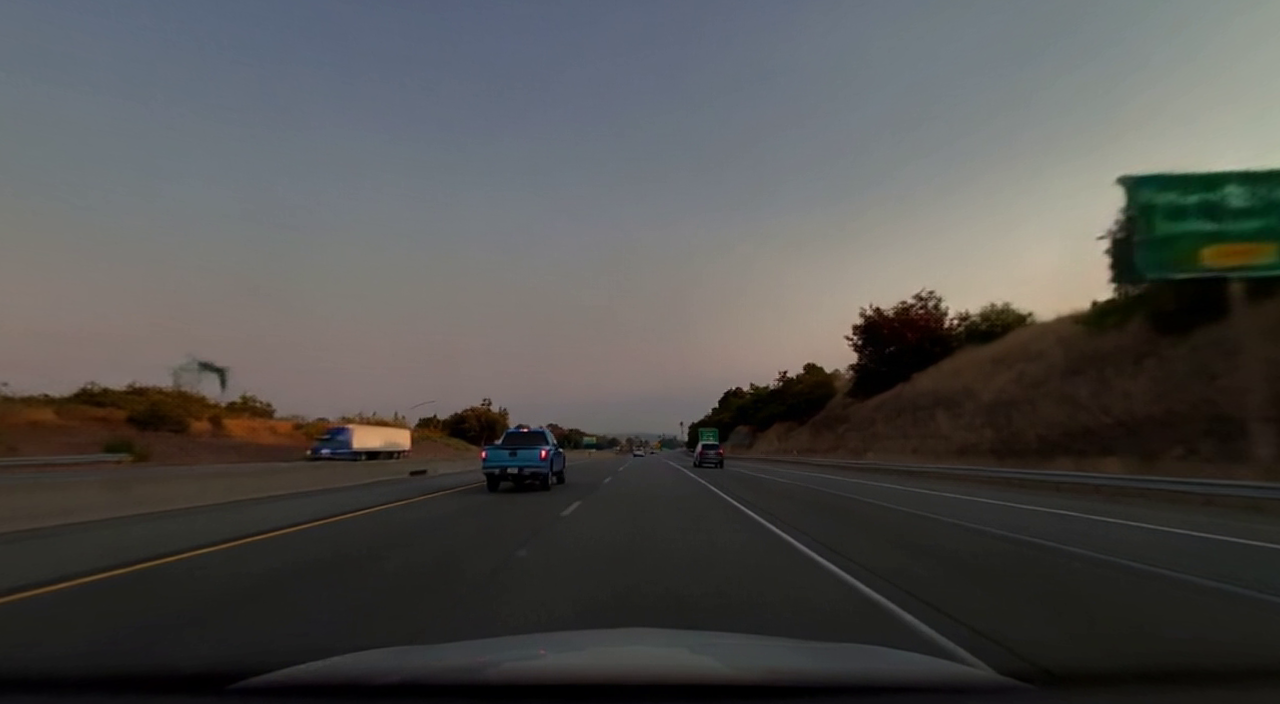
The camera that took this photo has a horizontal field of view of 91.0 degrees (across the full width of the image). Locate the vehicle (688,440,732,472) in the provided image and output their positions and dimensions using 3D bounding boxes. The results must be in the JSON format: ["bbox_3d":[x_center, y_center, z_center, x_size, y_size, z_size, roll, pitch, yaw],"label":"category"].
[{"bbox_3d":[3.868,5.830,35.583,2.095,1.668,4.135,0,-9,1],"label":"vehicle"}]

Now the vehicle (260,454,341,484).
[{"bbox_3d":[-20.041,6.897,37.424,1.921,1.534,4.767,0,-9,3],"label":"vehicle"}]

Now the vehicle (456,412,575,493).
[{"bbox_3d":[-3.759,3.248,20.585,2.496,2.203,6.317,0,-9,1],"label":"vehicle"}]
